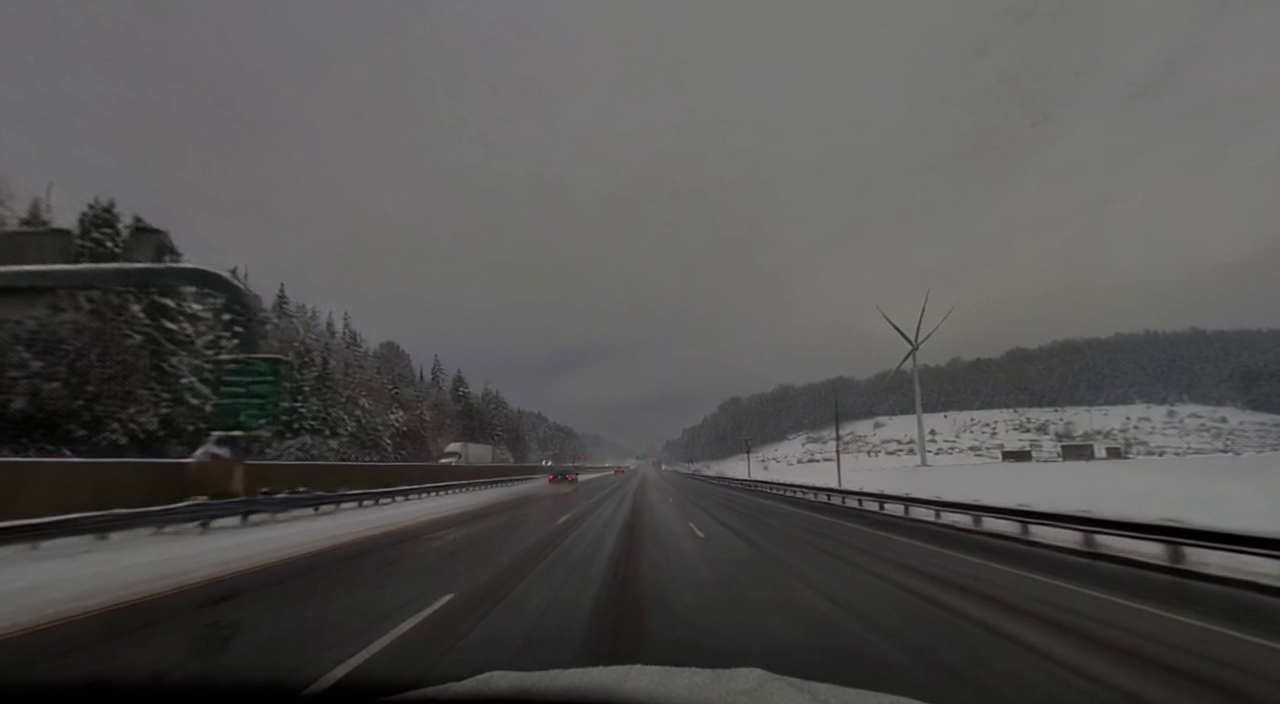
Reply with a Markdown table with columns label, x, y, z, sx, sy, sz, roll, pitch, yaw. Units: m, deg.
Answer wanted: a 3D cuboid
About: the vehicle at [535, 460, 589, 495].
| label | x | y | z | sx | sy | sz | roll | pitch | yaw |
| --- | --- | --- | --- | --- | --- | --- | --- | --- | --- |
| vehicle | -3.676 | 6.037 | 30.584 | 2.039 | 1.505 | 4.843 | 1 | -10 | 0 |
